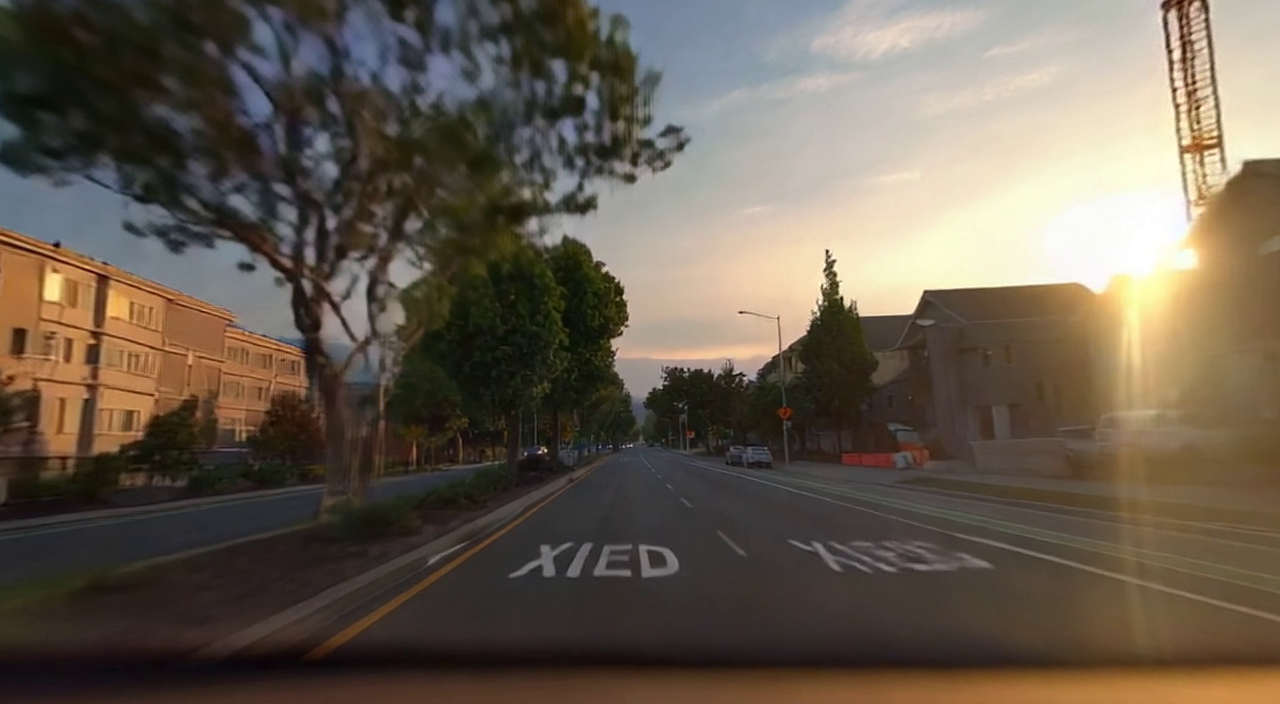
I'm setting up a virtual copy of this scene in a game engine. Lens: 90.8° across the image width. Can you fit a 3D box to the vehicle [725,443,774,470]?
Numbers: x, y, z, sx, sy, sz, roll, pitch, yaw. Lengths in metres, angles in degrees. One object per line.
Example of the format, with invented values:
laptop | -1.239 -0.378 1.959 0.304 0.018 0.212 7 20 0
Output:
vehicle | 6.794 6.545 39.685 1.986 1.498 5.099 2 -9 -2
